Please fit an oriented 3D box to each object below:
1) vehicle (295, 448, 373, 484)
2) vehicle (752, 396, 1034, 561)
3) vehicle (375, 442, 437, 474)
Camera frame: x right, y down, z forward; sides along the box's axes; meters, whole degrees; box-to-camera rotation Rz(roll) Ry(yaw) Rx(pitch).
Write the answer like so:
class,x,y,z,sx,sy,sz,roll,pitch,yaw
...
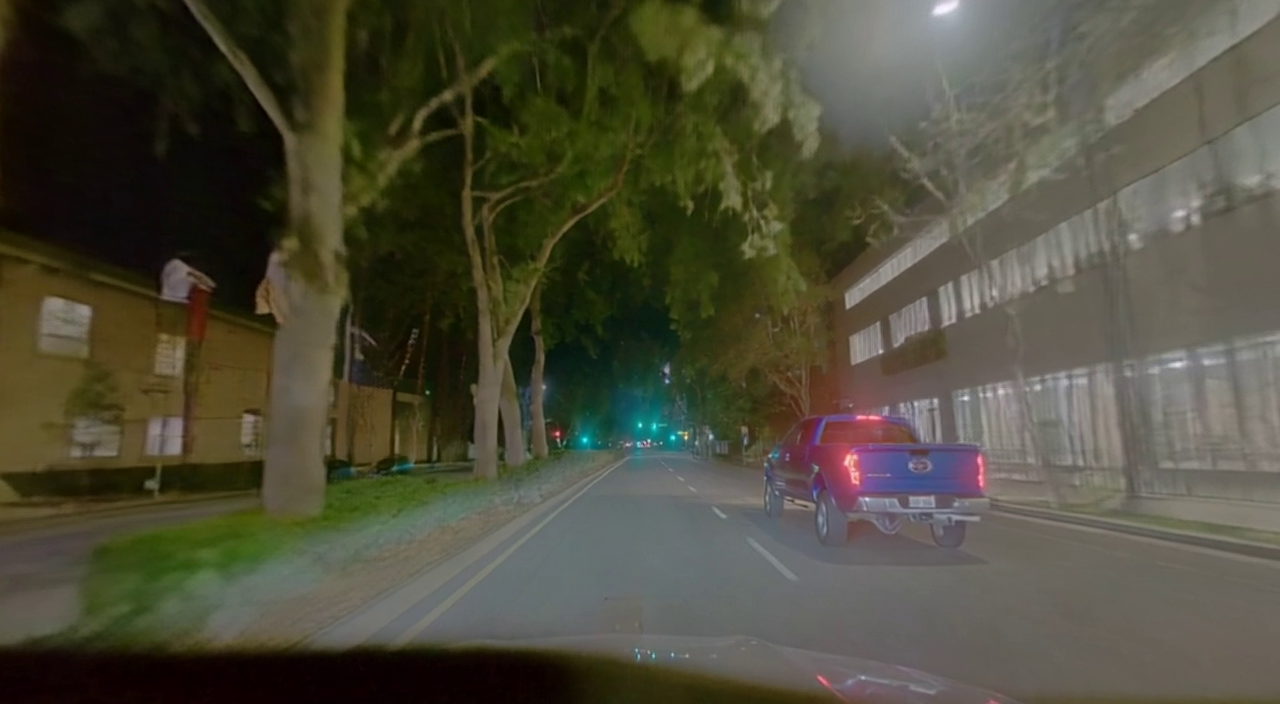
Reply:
class,x,y,z,sx,sy,sz,roll,pitch,yaw
vehicle,-16.009,5.960,33.229,1.919,1.616,4.723,-3,-8,-2
vehicle,3.320,1.814,9.802,2.085,1.828,5.383,0,-8,-1
vehicle,-15.615,7.078,42.313,2.097,1.852,5.090,-3,-9,2
